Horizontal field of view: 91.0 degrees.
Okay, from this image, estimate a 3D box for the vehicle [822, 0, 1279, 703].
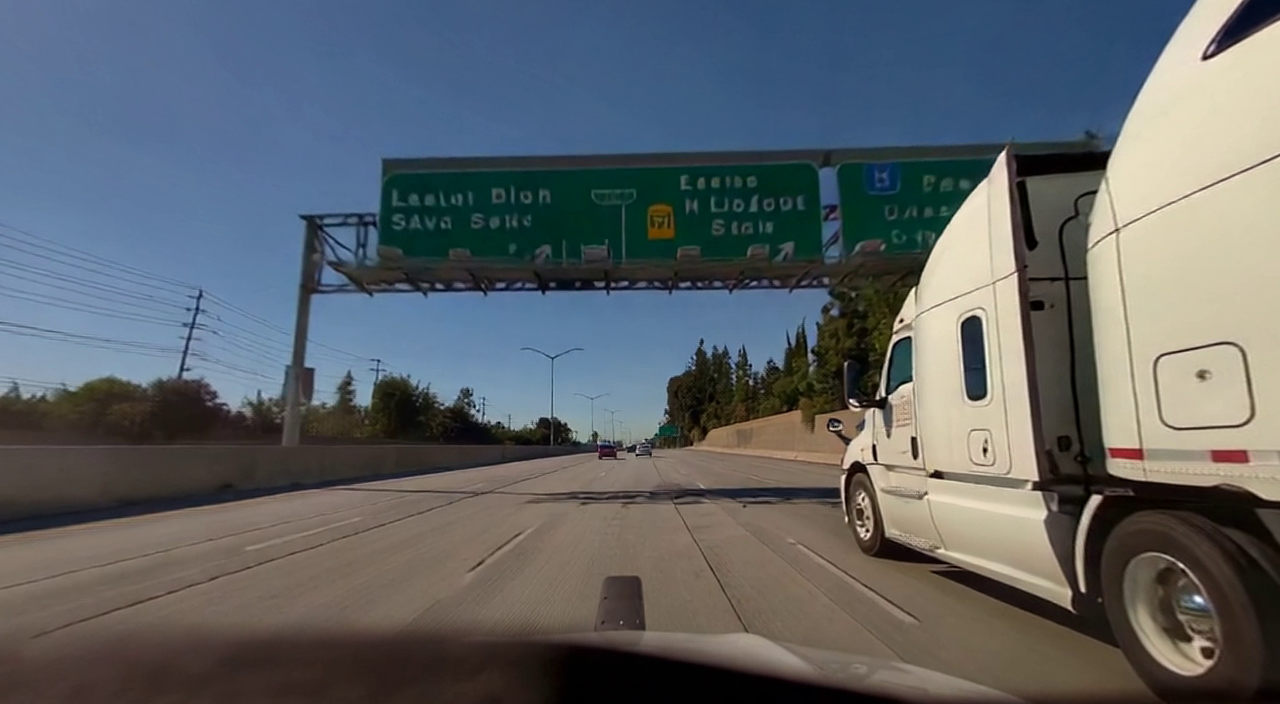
[{"bbox_3d":[4.024,0.184,5.395,3.042,4.037,7.253,0,-9,3],"label":"vehicle"}]
